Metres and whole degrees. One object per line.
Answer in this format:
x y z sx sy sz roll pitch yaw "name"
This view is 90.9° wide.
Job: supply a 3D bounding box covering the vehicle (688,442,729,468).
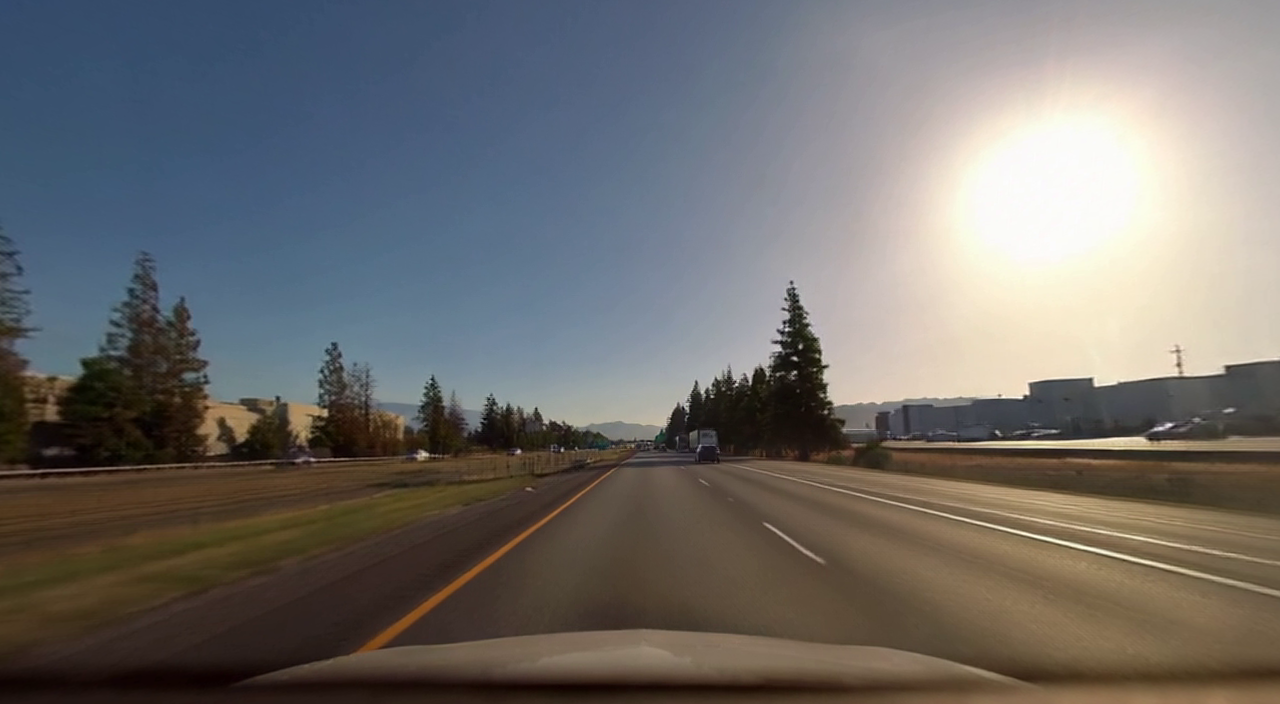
4.207 6.381 39.286 2.062 1.518 4.026 0 -8 0 "vehicle"
